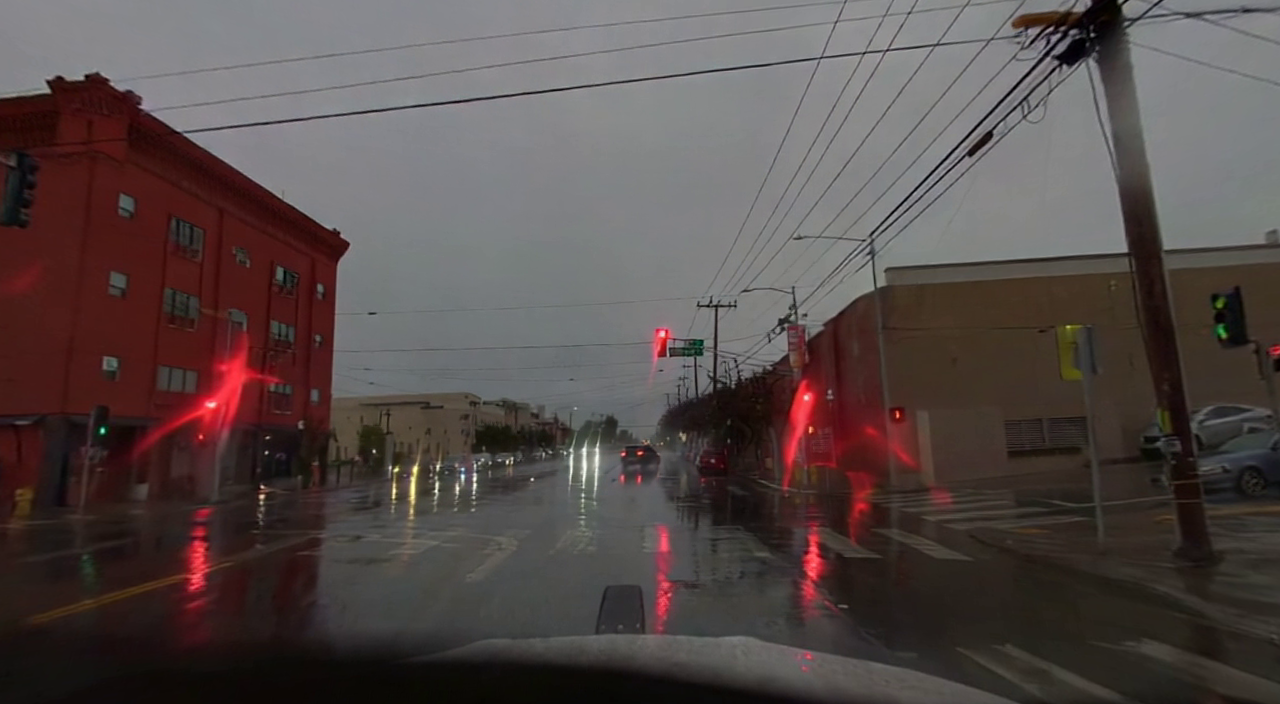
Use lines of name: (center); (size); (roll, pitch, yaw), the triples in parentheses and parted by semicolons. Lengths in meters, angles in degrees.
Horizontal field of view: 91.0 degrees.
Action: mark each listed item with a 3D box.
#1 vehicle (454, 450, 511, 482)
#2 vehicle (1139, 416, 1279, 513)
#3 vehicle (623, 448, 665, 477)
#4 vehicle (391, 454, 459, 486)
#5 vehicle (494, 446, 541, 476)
vehicle: (-8.720, 6.326, 35.292); (2.020, 1.672, 3.842); (0, -9, 3)
vehicle: (12.633, 2.232, 12.750); (3.234, 1.746, 1.941); (-3, -10, 2)
vehicle: (0.323, 6.641, 38.140); (2.120, 1.650, 4.525); (0, -9, 5)
vehicle: (-12.018, 6.599, 35.573); (1.943, 1.574, 4.727); (0, -9, 3)
vehicle: (-8.201, 7.319, 42.536); (2.096, 1.830, 4.752); (0, -9, 2)
